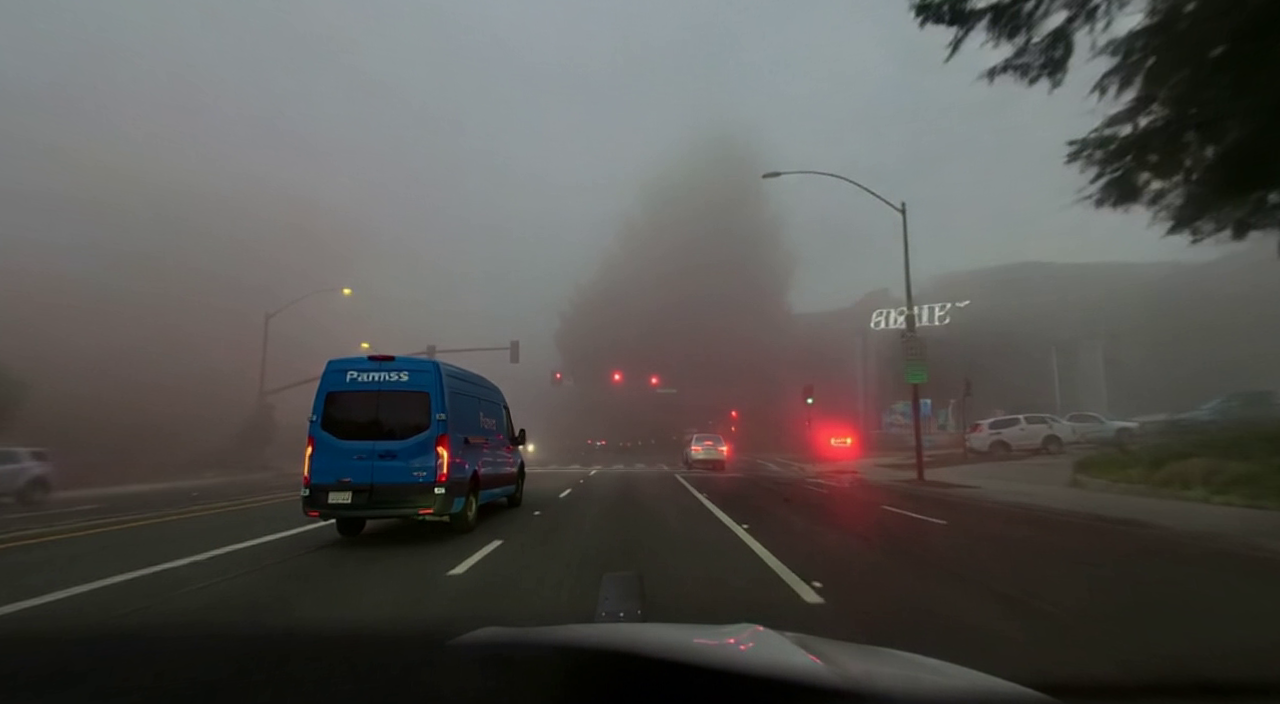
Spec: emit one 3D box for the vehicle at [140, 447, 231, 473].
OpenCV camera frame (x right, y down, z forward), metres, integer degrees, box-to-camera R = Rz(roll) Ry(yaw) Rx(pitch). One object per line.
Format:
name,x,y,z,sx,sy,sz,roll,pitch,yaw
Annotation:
vehicle,-31.092,7.405,43.381,4.811,1.675,1.875,5,-10,-30

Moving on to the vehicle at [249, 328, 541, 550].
vehicle,-3.592,1.567,11.272,2.443,2.784,6.493,0,-9,1

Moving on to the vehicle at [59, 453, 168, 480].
vehicle,-31.131,6.764,37.523,4.535,1.467,2.021,4,-9,-27

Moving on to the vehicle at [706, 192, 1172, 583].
vehicle,3.113,0.977,10.576,2.861,3.525,9.858,0,-9,-1
